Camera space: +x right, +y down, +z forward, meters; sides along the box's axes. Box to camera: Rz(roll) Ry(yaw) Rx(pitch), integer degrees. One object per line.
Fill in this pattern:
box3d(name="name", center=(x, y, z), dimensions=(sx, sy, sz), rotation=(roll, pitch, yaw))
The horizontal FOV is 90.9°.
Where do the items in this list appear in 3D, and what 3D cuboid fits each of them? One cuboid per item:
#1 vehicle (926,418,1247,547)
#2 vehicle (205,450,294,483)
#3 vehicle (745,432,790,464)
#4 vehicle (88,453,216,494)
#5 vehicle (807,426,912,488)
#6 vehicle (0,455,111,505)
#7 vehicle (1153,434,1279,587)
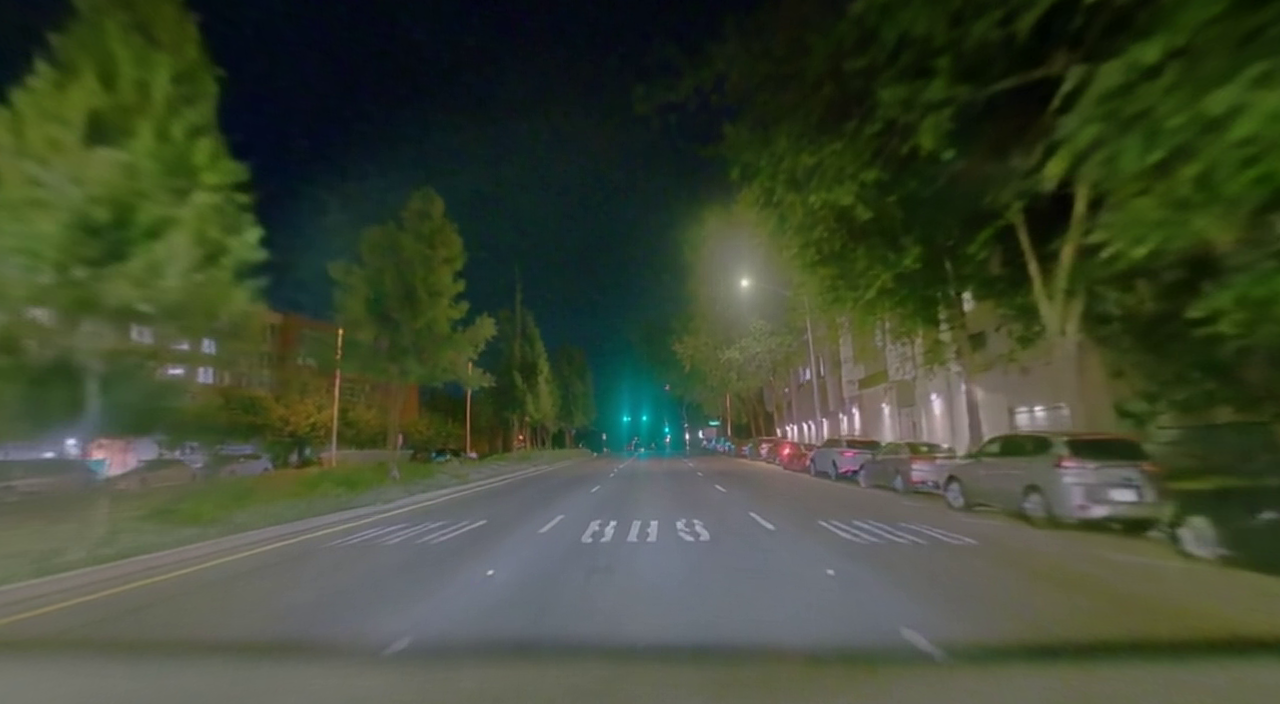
box3d(name="vehicle", center=(7.091, 2.110, 10.968), dimensions=(1.963, 1.701, 5.028), rotation=(0, -8, 1))
box3d(name="vehicle", center=(-21.633, 6.328, 35.169), dimensions=(1.936, 1.538, 4.777), rotation=(-4, -8, 0))
box3d(name="vehicle", center=(7.891, 5.998, 39.441), dimensions=(1.908, 1.833, 4.711), rotation=(0, -8, 1))
box3d(name="vehicle", center=(-21.779, 5.420, 28.480), dimensions=(1.827, 1.518, 4.870), rotation=(-3, -8, 2))
box3d(name="vehicle", center=(7.380, 3.592, 21.801), dimensions=(1.974, 1.876, 4.842), rotation=(-1, -8, 2))
box3d(name="vehicle", center=(-22.080, 4.645, 22.897), dimensions=(1.990, 1.525, 4.387), rotation=(-7, -9, 1))
box3d(name="vehicle", center=(7.124, 1.417, 5.319), dimensions=(1.788, 1.475, 4.493), rotation=(0, -8, 0))
